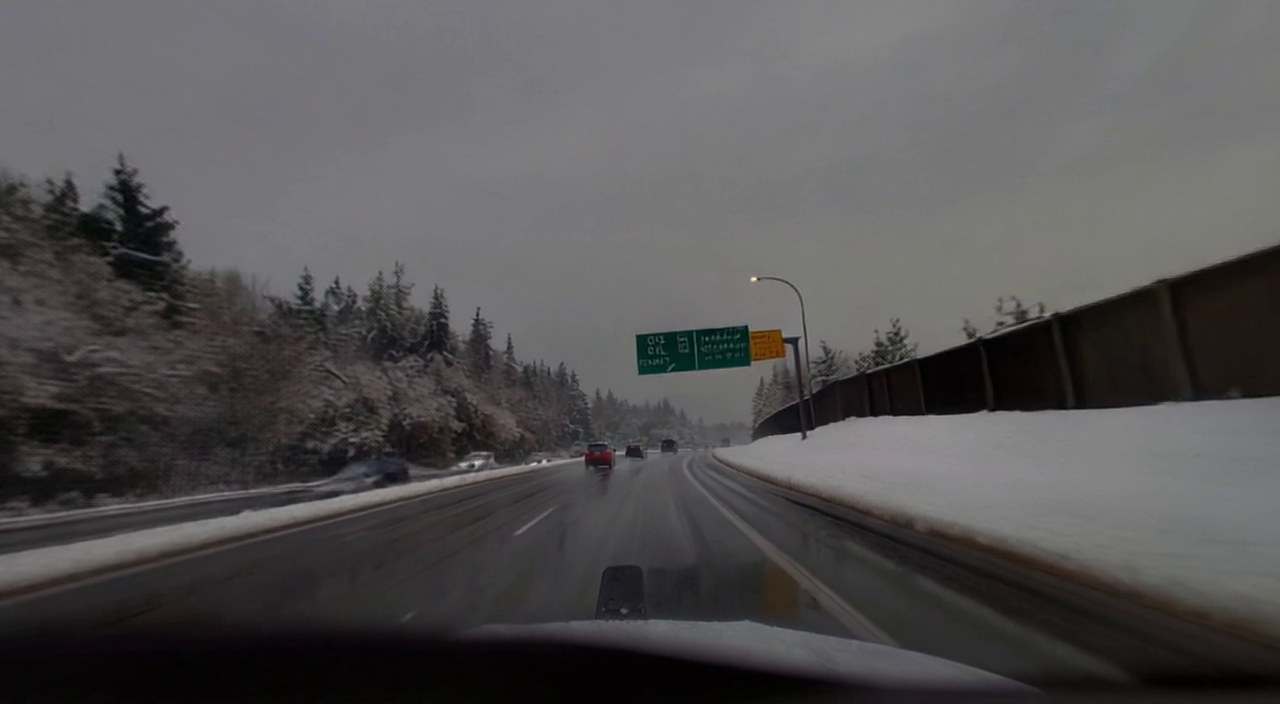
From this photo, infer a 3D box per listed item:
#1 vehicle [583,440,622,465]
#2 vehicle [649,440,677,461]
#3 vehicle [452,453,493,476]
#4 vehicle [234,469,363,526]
[{"bbox_3d":[-2.388,6.528,41.029,1.985,1.518,3.847,-1,-8,4],"label":"vehicle"},{"bbox_3d":[1.857,7.708,49.287,2.077,1.533,3.854,-1,-8,4],"label":"vehicle"},{"bbox_3d":[-12.977,8.711,48.910,1.795,1.604,4.254,-1,-8,3],"label":"vehicle"},{"bbox_3d":[-10.546,4.497,19.820,1.758,1.406,4.118,0,-8,0],"label":"vehicle"}]
